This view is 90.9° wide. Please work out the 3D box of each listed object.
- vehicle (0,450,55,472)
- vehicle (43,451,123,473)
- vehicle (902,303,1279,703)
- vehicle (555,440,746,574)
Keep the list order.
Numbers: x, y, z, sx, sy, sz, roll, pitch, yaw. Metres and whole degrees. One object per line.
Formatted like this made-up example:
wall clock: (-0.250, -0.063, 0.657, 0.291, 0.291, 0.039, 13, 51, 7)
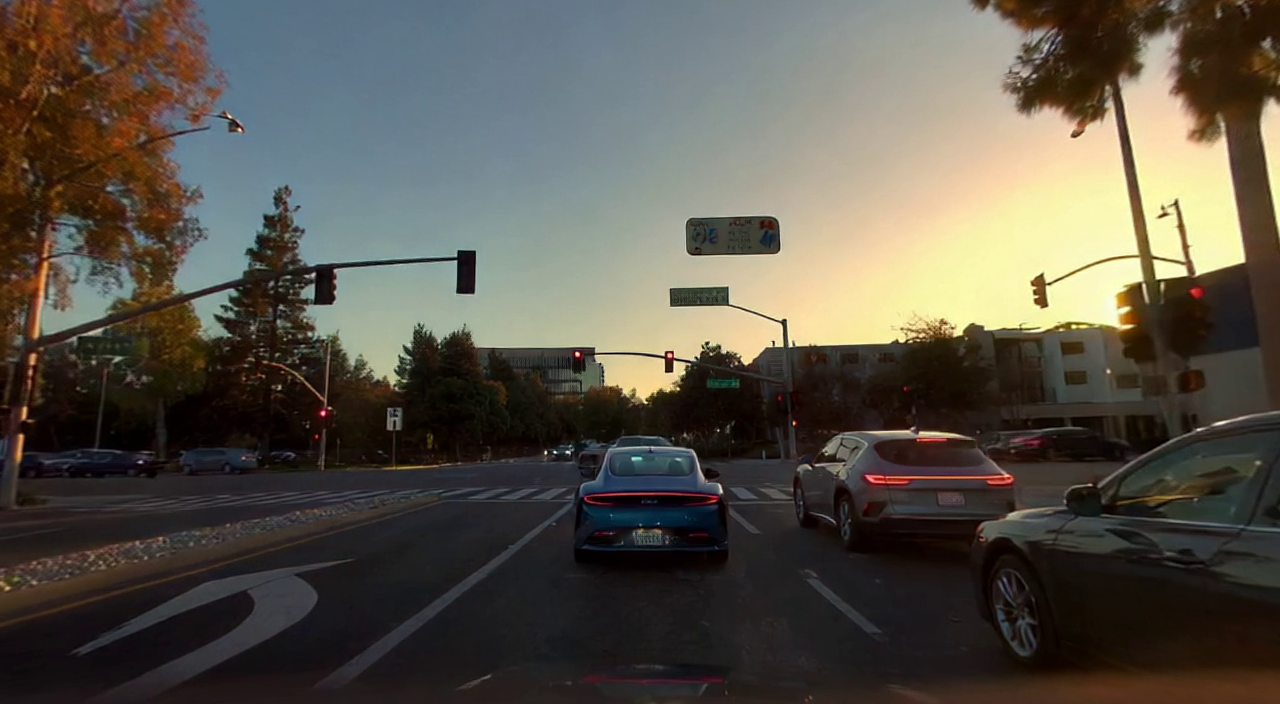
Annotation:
vehicle: (-46.166, 7.960, 46.162, 4.545, 1.558, 1.833, 0, -8, -4)
vehicle: (-41.296, 8.159, 46.790, 4.195, 1.533, 1.752, 0, -8, -2)
vehicle: (3.096, 0.811, 2.527, 2.143, 1.759, 4.531, 0, -8, 0)
vehicle: (0.120, 1.872, 8.392, 1.945, 1.343, 3.827, 0, -8, 0)
